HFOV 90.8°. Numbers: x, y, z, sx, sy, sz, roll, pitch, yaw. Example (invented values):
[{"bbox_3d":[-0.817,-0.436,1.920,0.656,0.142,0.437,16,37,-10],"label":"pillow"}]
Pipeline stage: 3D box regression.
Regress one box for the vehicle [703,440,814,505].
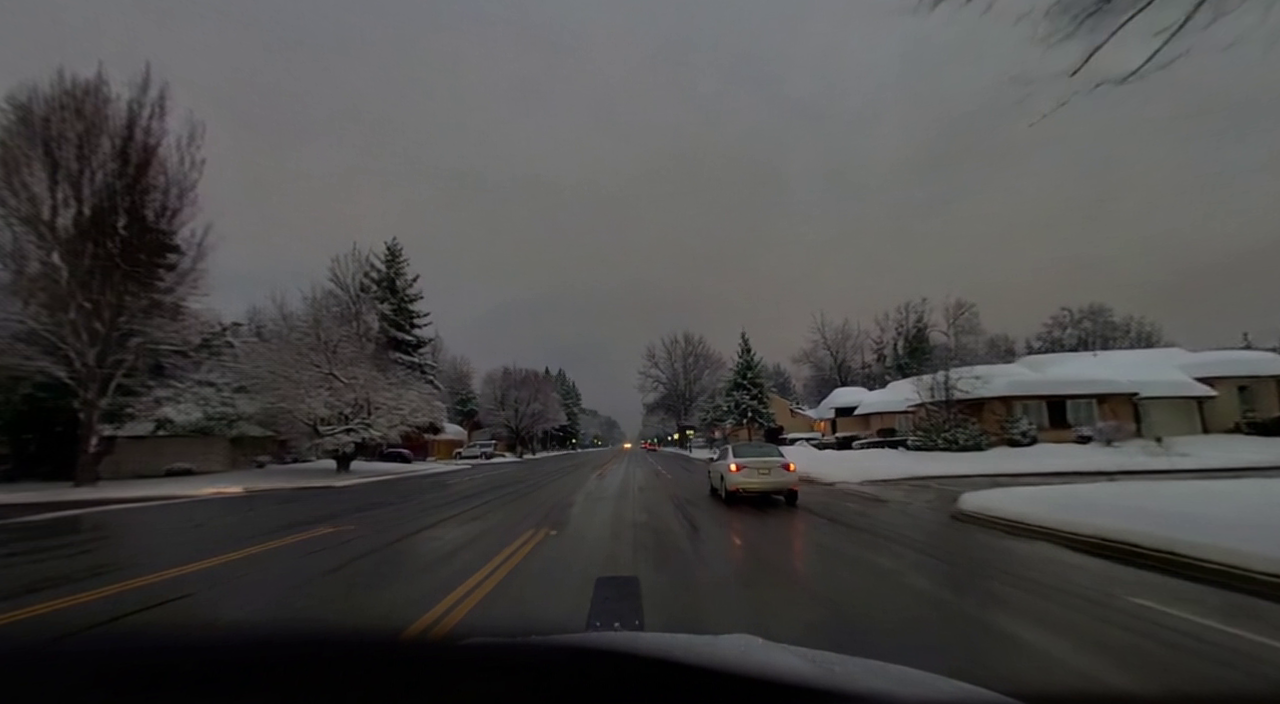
[{"bbox_3d":[2.998,3.148,17.013,2.057,1.493,4.225,0,-9,-2],"label":"vehicle"}]
